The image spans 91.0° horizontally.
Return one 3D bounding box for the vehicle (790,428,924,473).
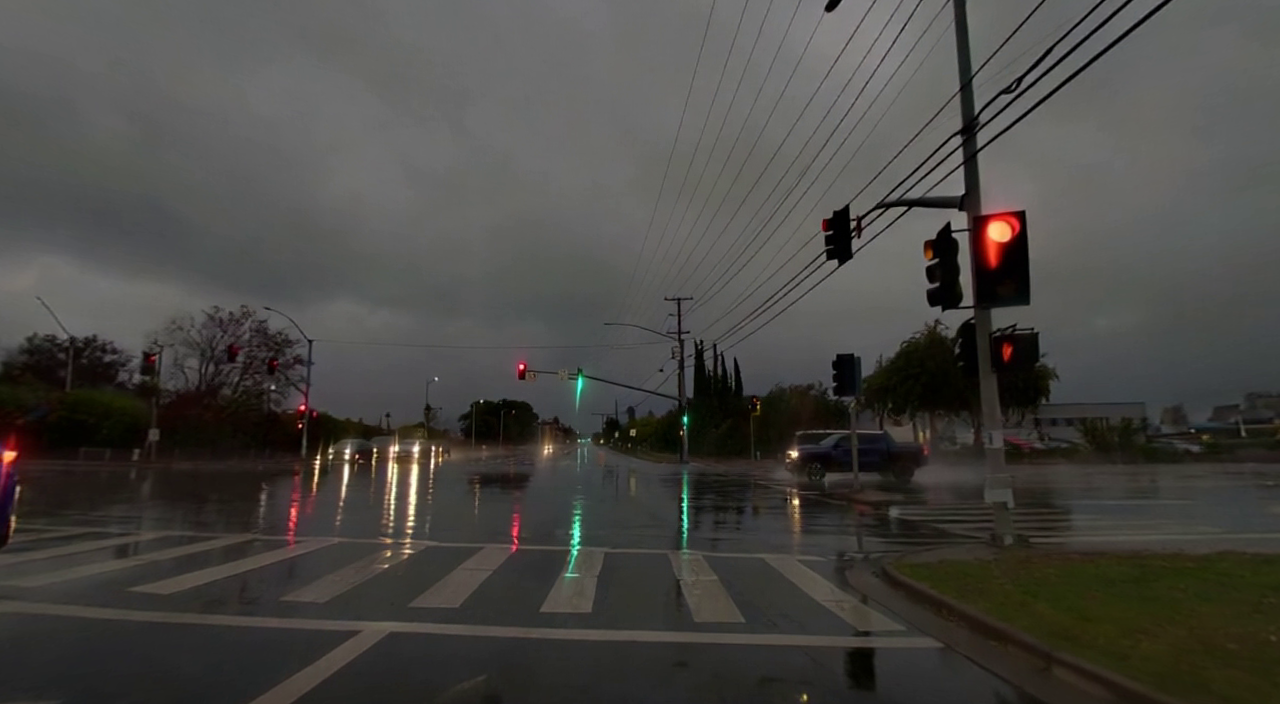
[{"bbox_3d":[8.695,4.015,25.726,4.884,1.714,2.021,-2,-9,12],"label":"vehicle"}]
